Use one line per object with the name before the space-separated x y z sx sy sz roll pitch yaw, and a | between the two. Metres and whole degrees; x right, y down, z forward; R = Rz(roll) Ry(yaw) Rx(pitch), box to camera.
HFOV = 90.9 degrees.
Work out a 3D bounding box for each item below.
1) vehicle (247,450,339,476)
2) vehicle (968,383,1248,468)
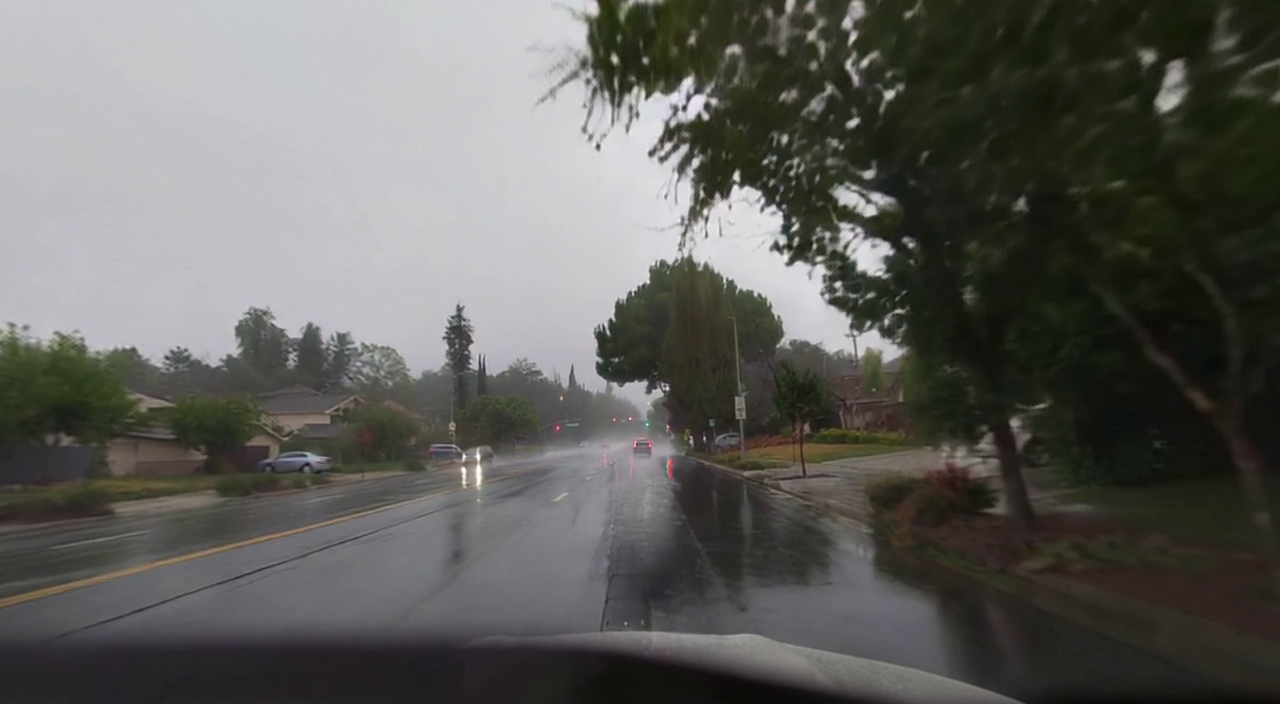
vehicle | -22.688 7.284 41.379 4.791 1.564 2.125 0 -8 -5
vehicle | 11.200 1.874 15.579 4.996 1.563 1.984 -6 -10 14
